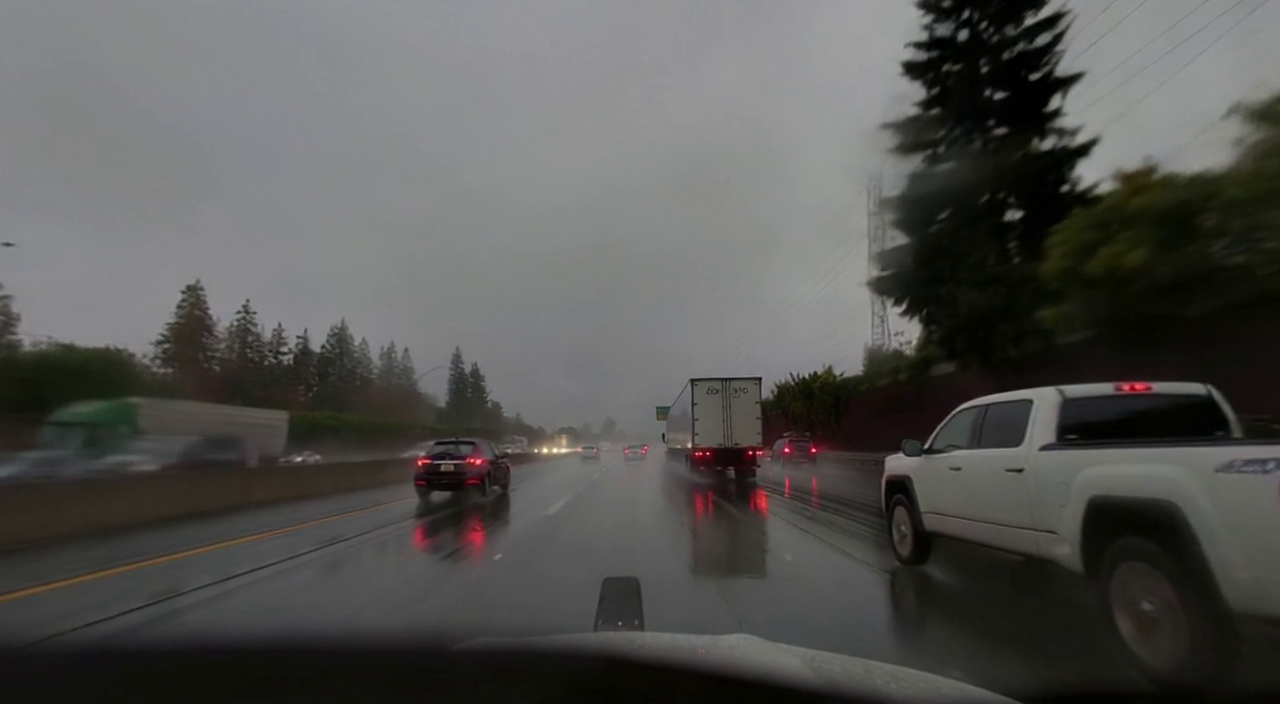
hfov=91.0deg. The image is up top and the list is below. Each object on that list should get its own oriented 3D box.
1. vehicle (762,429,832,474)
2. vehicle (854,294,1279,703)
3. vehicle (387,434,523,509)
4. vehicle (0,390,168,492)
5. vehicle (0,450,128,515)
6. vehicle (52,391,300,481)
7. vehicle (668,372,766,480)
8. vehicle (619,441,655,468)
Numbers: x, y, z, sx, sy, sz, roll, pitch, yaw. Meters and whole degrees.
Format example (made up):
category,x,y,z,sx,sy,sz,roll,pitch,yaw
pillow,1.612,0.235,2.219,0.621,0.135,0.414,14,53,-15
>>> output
category,x,y,z,sx,sy,sz,roll,pitch,yaw
vehicle,7.380,4.742,30.156,2.079,1.938,4.630,0,-8,-1
vehicle,3.452,1.007,4.331,2.132,1.869,4.978,0,-8,-1
vehicle,-4.158,2.732,14.850,1.968,1.507,3.829,0,-8,1
vehicle,-22.352,3.363,23.700,3.028,3.310,7.561,0,-8,1
vehicle,-14.907,3.156,15.591,1.519,1.378,3.435,0,-8,0
vehicle,-22.484,4.365,32.253,2.779,3.662,12.891,0,-8,1
vehicle,3.316,3.976,32.248,2.907,4.109,16.177,0,-8,0
vehicle,-0.150,6.153,37.995,2.047,1.485,3.938,0,-8,1
